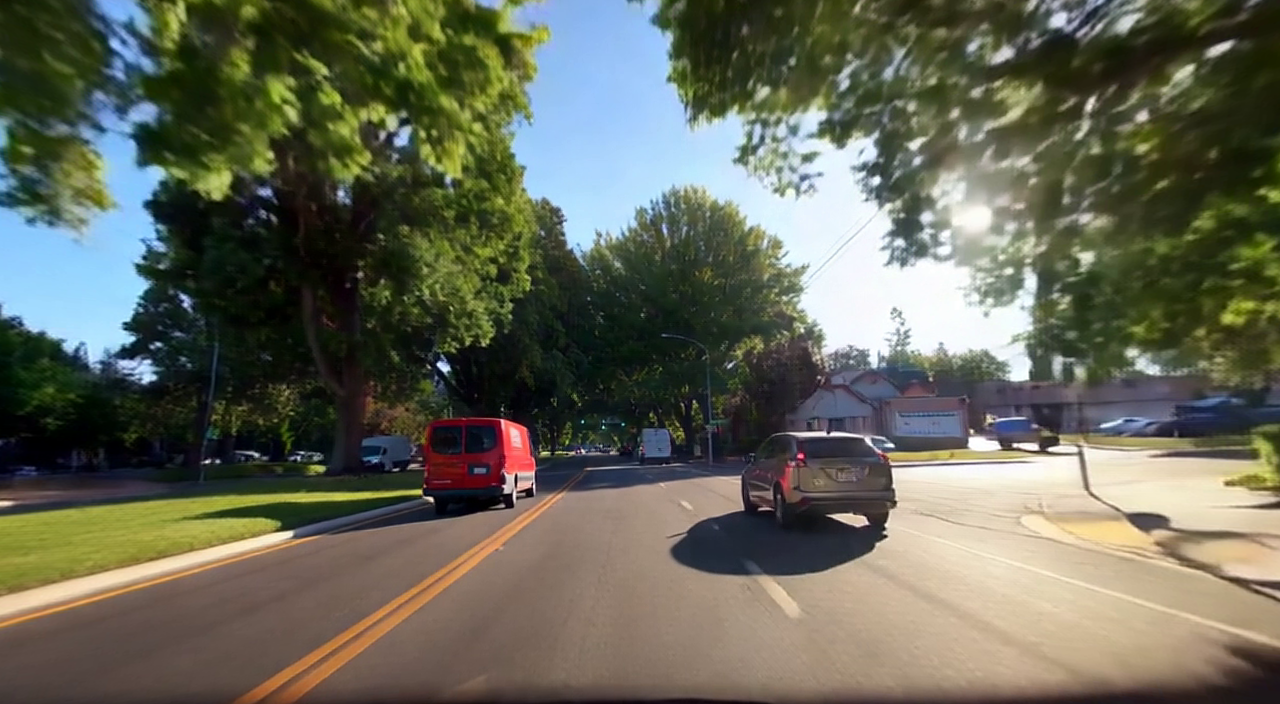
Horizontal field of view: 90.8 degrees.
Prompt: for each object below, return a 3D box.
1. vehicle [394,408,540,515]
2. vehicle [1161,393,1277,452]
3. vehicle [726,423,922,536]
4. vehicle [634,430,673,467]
[{"bbox_3d":[-4.002,2.652,15.623,2.420,2.227,4.499,0,-9,-1],"label":"vehicle"},{"bbox_3d":[39.049,4.892,42.414,10.876,3.559,3.014,6,-11,-34],"label":"vehicle"},{"bbox_3d":[3.048,2.240,11.722,2.087,1.658,4.612,0,-9,-2],"label":"vehicle"},{"bbox_3d":[0.936,7.147,47.003,2.397,2.566,5.324,0,-9,-4],"label":"vehicle"}]
